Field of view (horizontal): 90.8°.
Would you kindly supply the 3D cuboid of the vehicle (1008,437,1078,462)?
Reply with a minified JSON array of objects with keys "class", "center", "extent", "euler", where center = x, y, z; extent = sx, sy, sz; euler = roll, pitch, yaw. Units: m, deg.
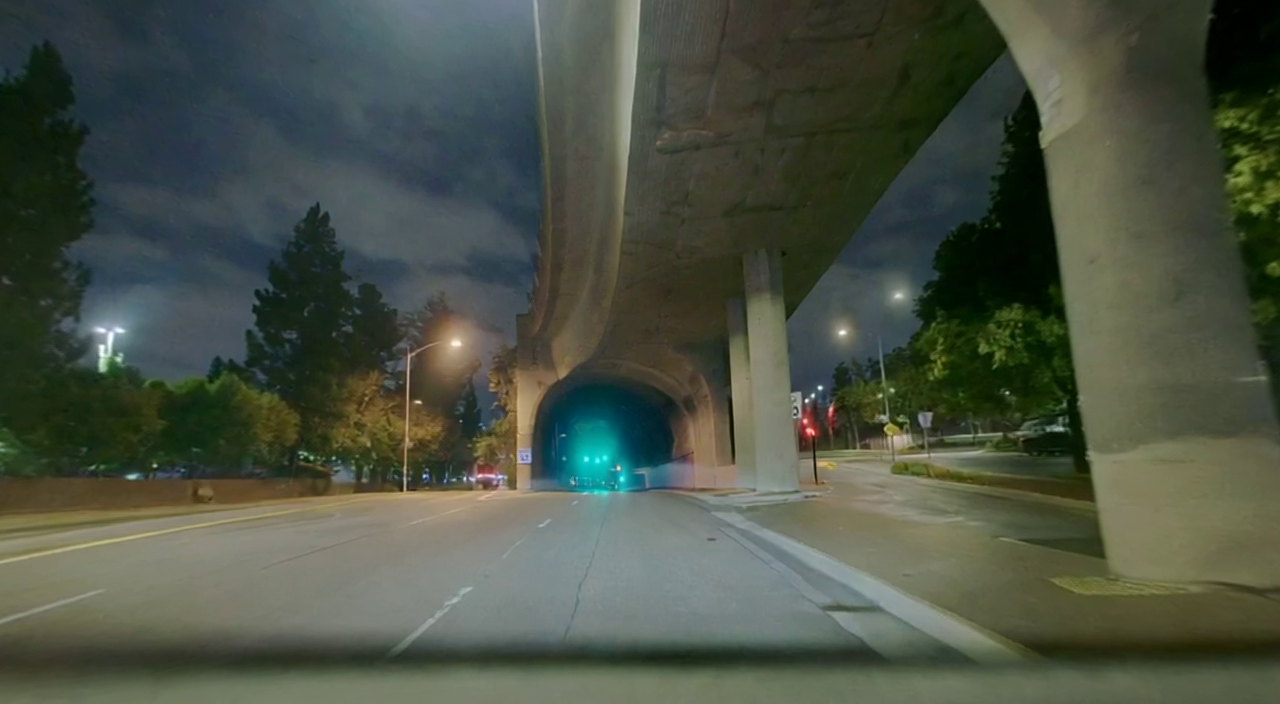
[{"class":"vehicle","center":[27.263,6.580,42.883],"extent":[1.901,1.525,3.948],"euler":[0,-7,-4]}]

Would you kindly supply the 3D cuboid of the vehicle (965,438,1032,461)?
[{"class":"vehicle","center":[24.545,6.686,43.407],"extent":[1.931,1.465,4.207],"euler":[1,-9,-4]}]
